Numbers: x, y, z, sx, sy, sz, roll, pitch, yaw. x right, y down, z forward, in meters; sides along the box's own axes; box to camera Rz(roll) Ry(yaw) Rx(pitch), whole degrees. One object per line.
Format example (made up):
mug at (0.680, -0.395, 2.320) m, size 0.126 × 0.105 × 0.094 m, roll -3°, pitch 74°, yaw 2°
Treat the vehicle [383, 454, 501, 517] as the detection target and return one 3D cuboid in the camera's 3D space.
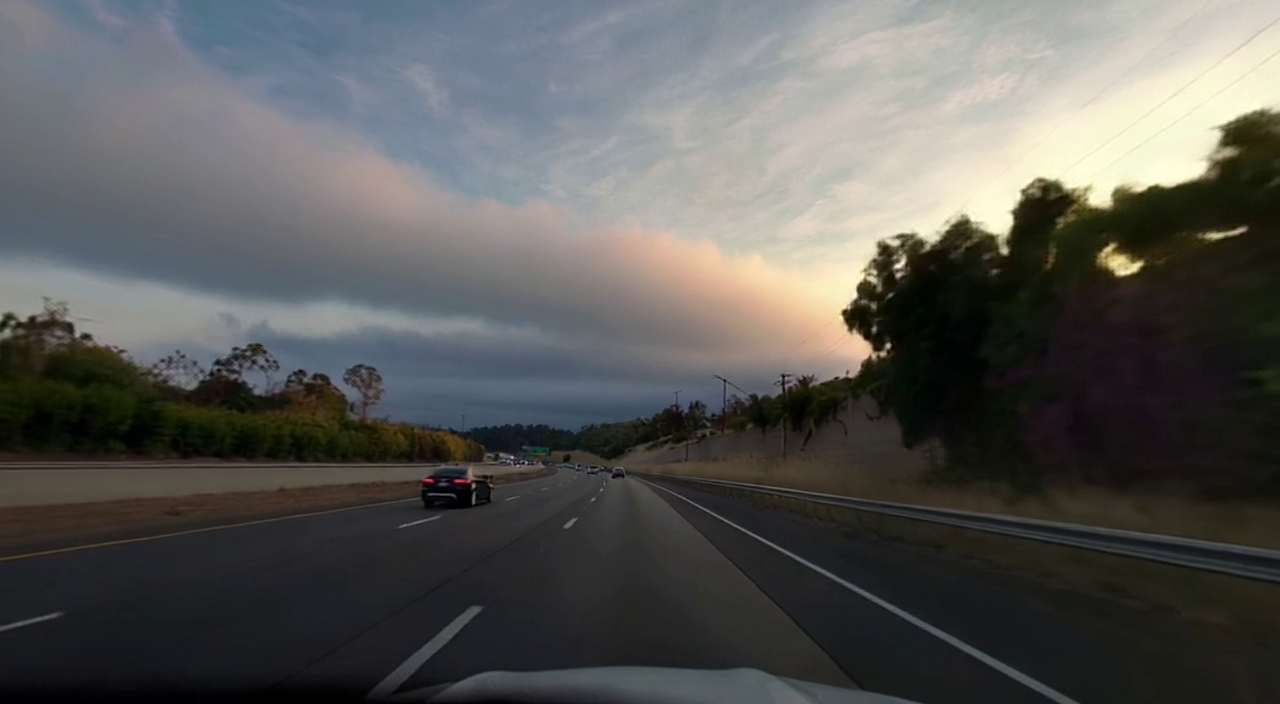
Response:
vehicle at (-6.015, 4.123, 19.834) m, size 2.194 × 1.704 × 4.421 m, roll 1°, pitch -10°, yaw 0°
